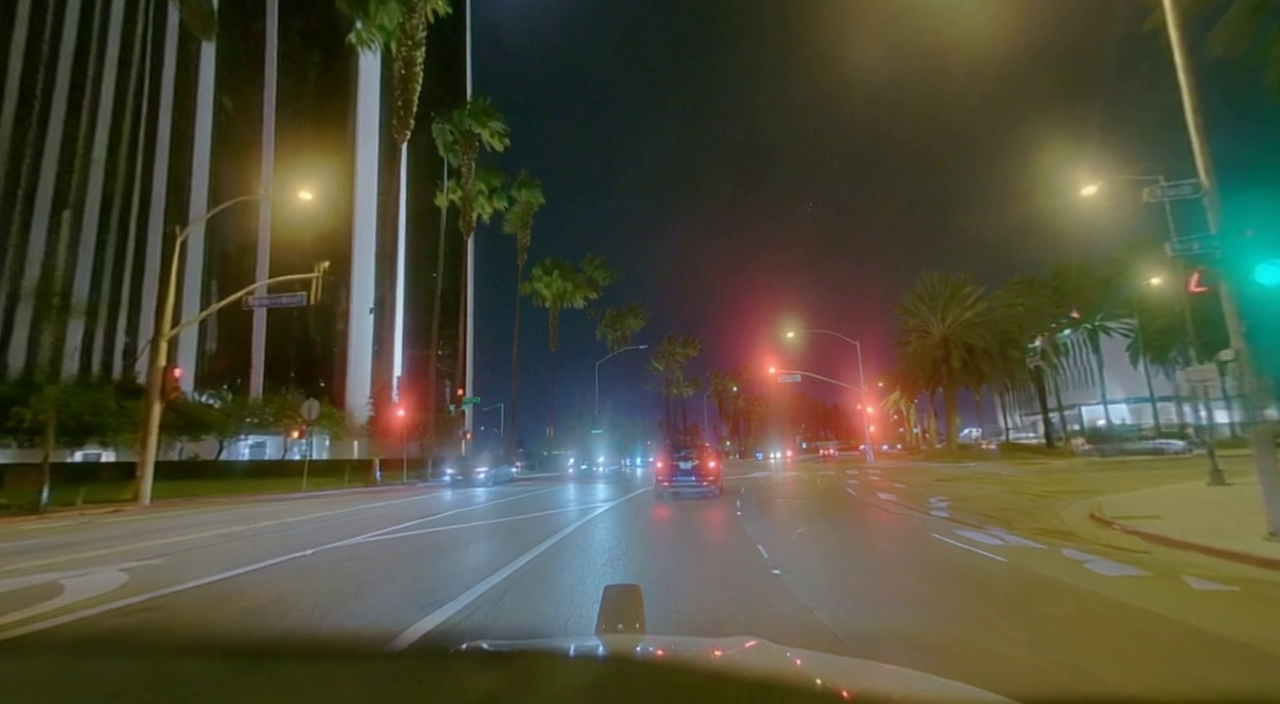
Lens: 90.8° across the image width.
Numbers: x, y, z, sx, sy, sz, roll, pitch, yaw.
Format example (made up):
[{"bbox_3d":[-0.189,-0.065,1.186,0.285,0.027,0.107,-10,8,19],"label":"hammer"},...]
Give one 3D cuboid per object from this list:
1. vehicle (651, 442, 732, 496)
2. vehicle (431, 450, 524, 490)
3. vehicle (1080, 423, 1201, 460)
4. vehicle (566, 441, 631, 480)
[{"bbox_3d":[1.714,3.556,19.608,2.096,1.492,4.071,-2,-9,10],"label":"vehicle"},{"bbox_3d":[-6.682,4.898,26.638,2.012,1.467,4.592,-2,-9,10],"label":"vehicle"},{"bbox_3d":[26.859,4.818,33.950,5.049,1.861,2.081,1,-9,-9],"label":"vehicle"},{"bbox_3d":[-1.942,5.278,30.925,2.013,1.746,4.366,-2,-9,13],"label":"vehicle"}]
